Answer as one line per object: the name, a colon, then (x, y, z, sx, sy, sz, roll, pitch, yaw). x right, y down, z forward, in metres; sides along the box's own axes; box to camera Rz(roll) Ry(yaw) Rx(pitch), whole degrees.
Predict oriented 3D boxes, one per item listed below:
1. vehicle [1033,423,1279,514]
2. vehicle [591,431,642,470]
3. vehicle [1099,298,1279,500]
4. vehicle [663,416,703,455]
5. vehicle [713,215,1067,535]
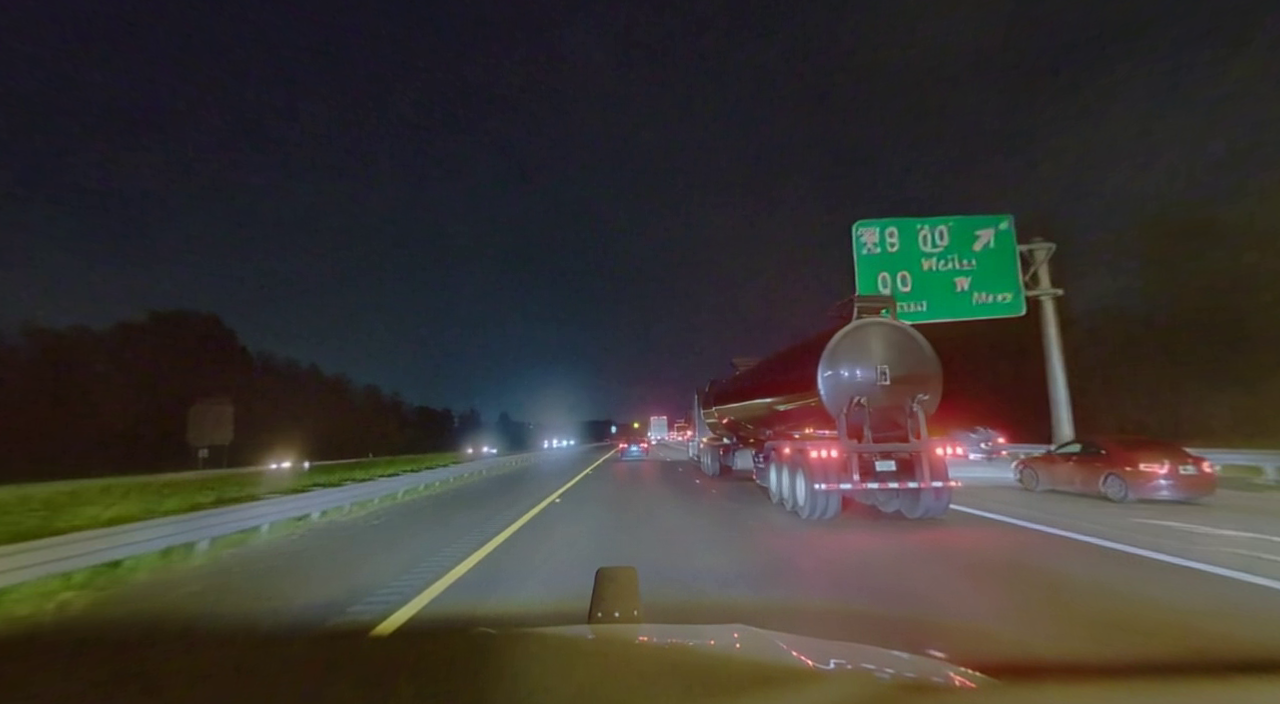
vehicle: (9.865, 2.174, 12.297, 1.739, 1.471, 3.889, 0, -8, -2)
vehicle: (-0.951, 4.117, 26.510, 2.000, 1.510, 3.518, 0, -8, -1)
vehicle: (14.644, 0.893, 12.518, 2.878, 4.124, 10.050, 0, -8, -4)
vehicle: (3.211, 6.368, 48.159, 2.475, 2.782, 4.986, 0, -8, -3)
vehicle: (3.532, 0.847, 12.294, 2.826, 3.905, 9.262, 0, -8, -2)
